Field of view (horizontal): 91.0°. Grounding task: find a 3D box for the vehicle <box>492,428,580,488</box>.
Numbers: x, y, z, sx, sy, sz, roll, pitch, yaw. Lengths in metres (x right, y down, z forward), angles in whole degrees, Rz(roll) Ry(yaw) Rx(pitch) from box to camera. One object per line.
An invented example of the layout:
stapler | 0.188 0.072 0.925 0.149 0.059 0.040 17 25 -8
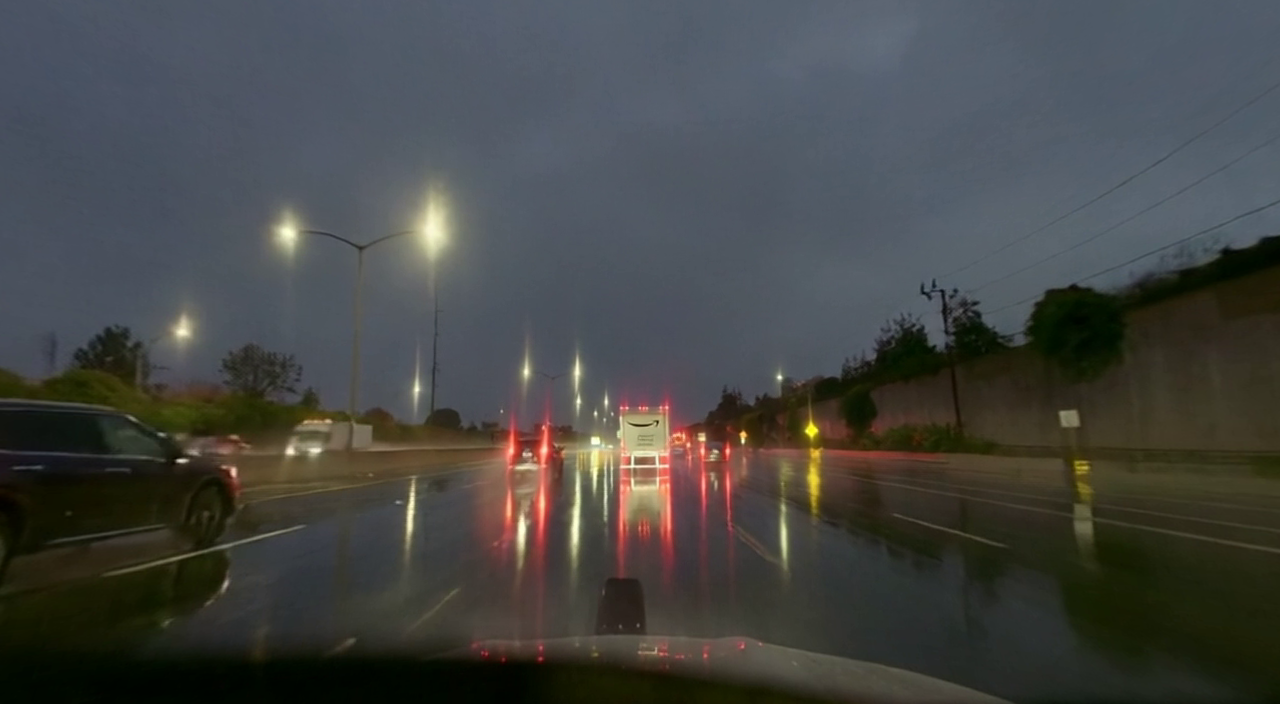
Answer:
vehicle | -3.237 3.402 20.463 2.095 1.688 4.188 0 -9 0

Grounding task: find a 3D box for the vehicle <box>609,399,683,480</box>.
vehicle | 0.205 3.409 24.348 2.456 2.705 6.251 0 -9 0

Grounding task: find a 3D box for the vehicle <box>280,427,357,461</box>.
vehicle | -19.265 5.568 38.038 2.085 1.894 4.592 0 -8 1

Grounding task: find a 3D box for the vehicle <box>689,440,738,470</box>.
vehicle | 3.817 5.451 33.547 1.970 1.499 4.491 1 -8 -2

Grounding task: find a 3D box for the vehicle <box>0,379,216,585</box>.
vehicle | -6.870 1.214 5.984 2.101 1.858 5.071 0 -8 0
